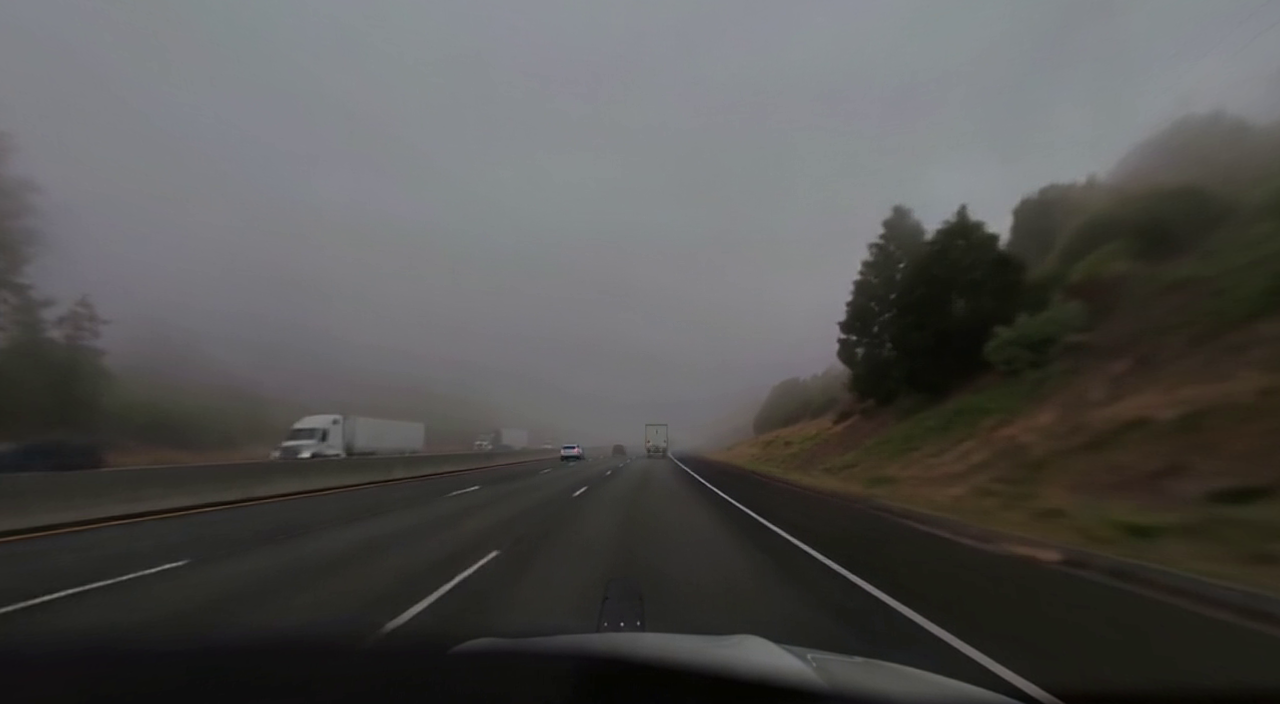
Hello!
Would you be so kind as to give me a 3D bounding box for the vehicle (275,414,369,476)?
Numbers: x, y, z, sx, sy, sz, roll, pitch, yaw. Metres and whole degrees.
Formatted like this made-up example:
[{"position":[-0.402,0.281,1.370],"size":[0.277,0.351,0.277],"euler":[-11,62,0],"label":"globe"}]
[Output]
[{"position":[-21.874,6.474,43.853],"size":[3.121,3.950,5.935],"euler":[-1,-9,2],"label":"vehicle"}]
